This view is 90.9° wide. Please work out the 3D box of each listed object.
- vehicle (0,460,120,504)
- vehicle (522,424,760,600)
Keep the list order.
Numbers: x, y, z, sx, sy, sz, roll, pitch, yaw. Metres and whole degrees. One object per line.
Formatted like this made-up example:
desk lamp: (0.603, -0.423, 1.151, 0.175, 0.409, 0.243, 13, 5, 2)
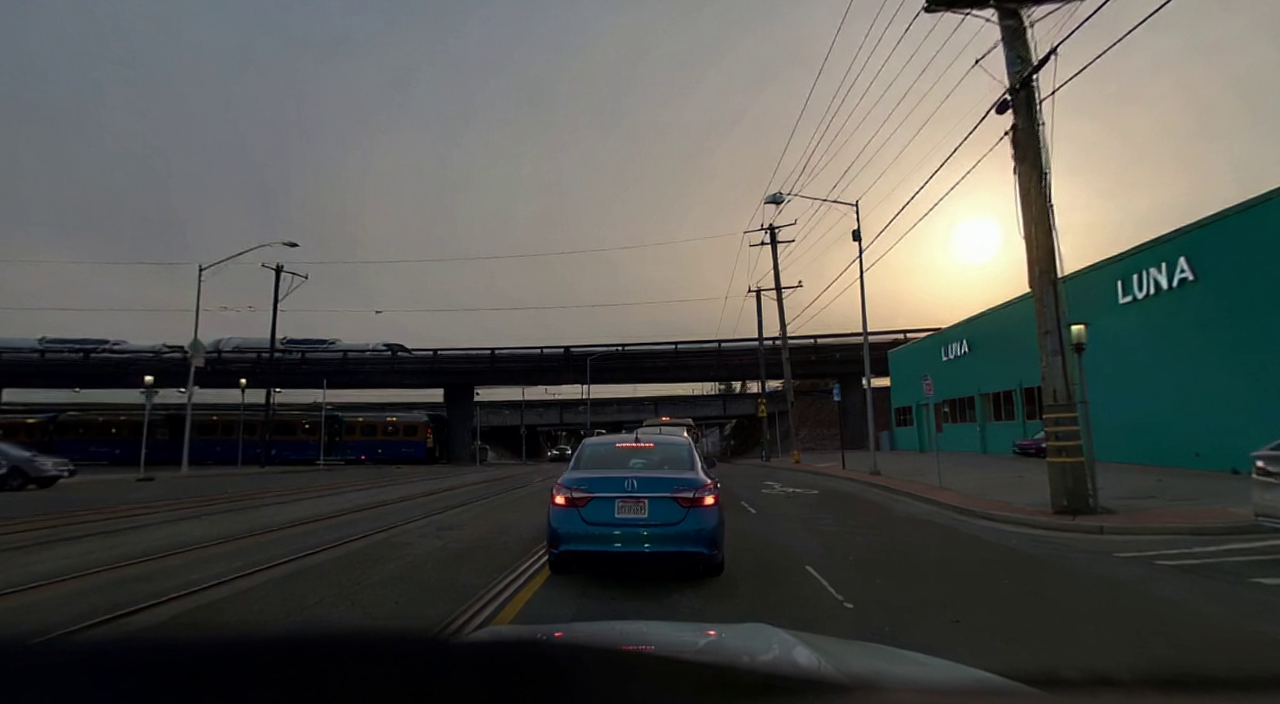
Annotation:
vehicle: (-21.937, 4.675, 22.841, 4.566, 1.453, 1.935, -1, -9, 5)
vehicle: (0.094, 1.710, 7.619, 2.090, 1.518, 4.033, -1, -9, 3)
